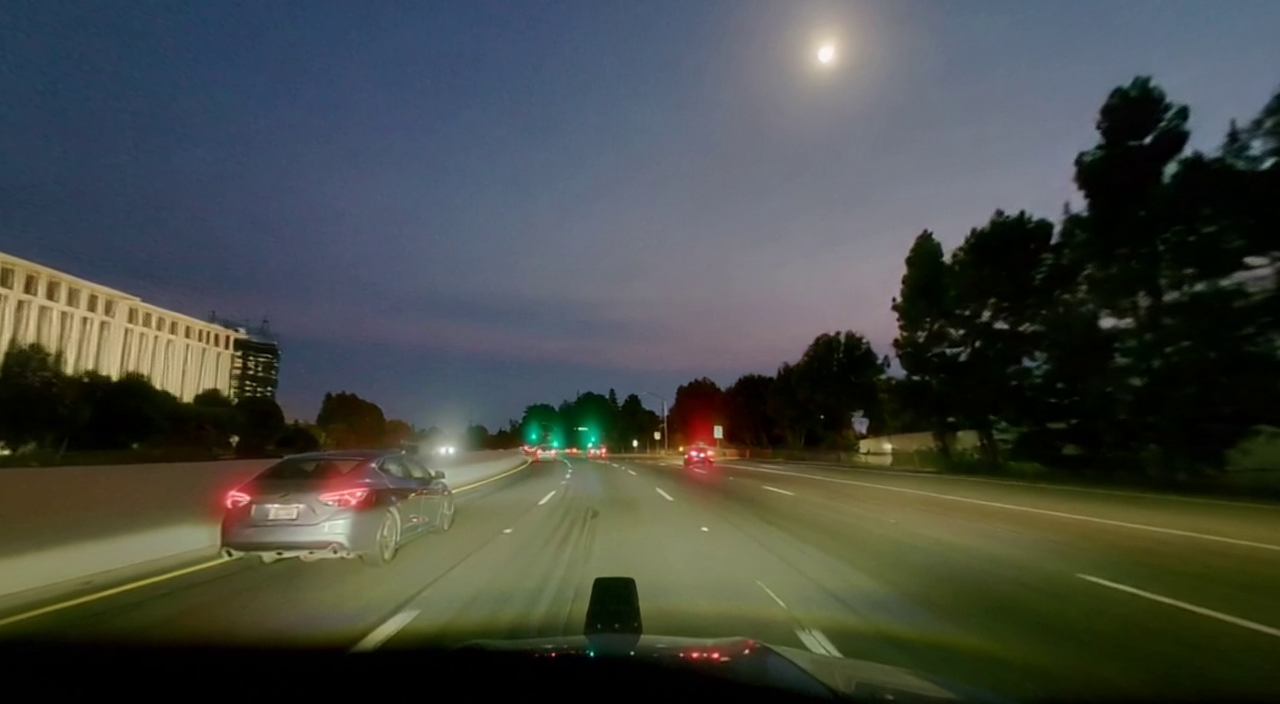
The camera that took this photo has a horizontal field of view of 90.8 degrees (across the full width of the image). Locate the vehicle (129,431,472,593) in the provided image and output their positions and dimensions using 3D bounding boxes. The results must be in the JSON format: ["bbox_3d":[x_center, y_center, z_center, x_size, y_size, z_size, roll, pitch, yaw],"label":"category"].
[{"bbox_3d":[-3.726,1.811,8.091,2.018,1.476,4.364,0,-9,-1],"label":"vehicle"}]
